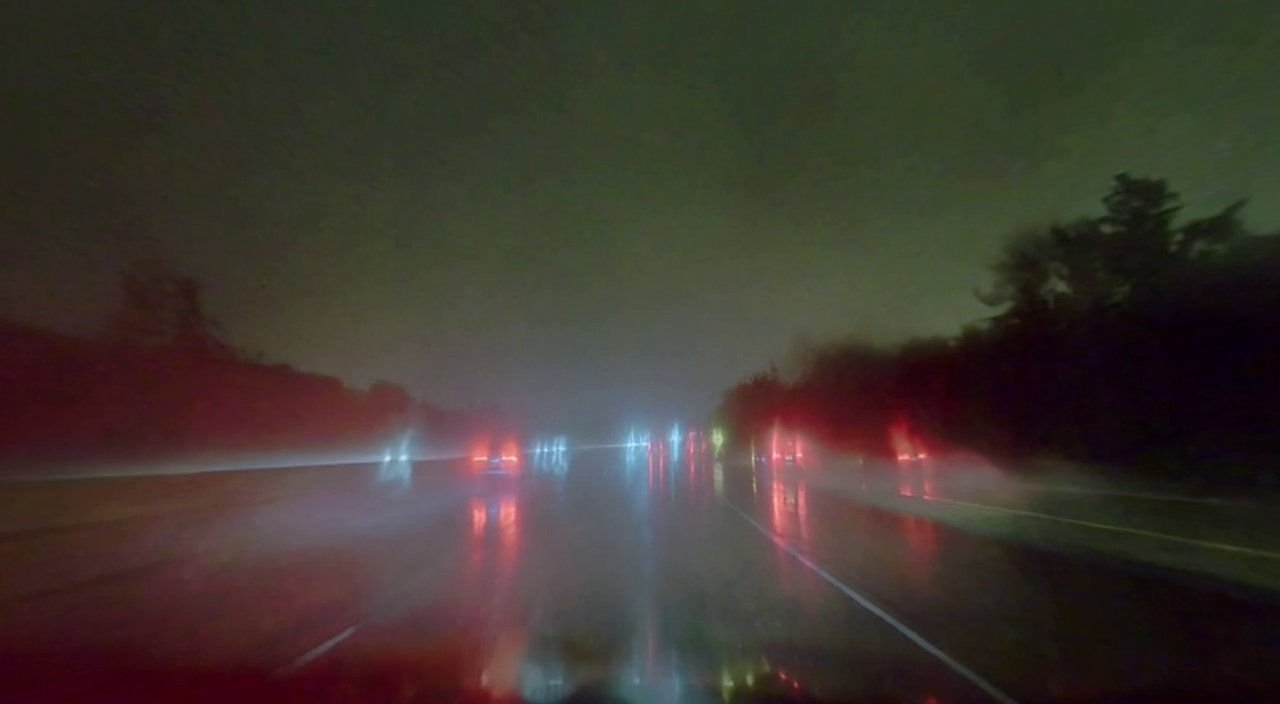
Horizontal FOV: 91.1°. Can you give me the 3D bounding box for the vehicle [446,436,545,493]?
[{"bbox_3d":[-4.373,3.497,19.832,1.961,1.540,4.487,-1,-9,2],"label":"vehicle"}]
